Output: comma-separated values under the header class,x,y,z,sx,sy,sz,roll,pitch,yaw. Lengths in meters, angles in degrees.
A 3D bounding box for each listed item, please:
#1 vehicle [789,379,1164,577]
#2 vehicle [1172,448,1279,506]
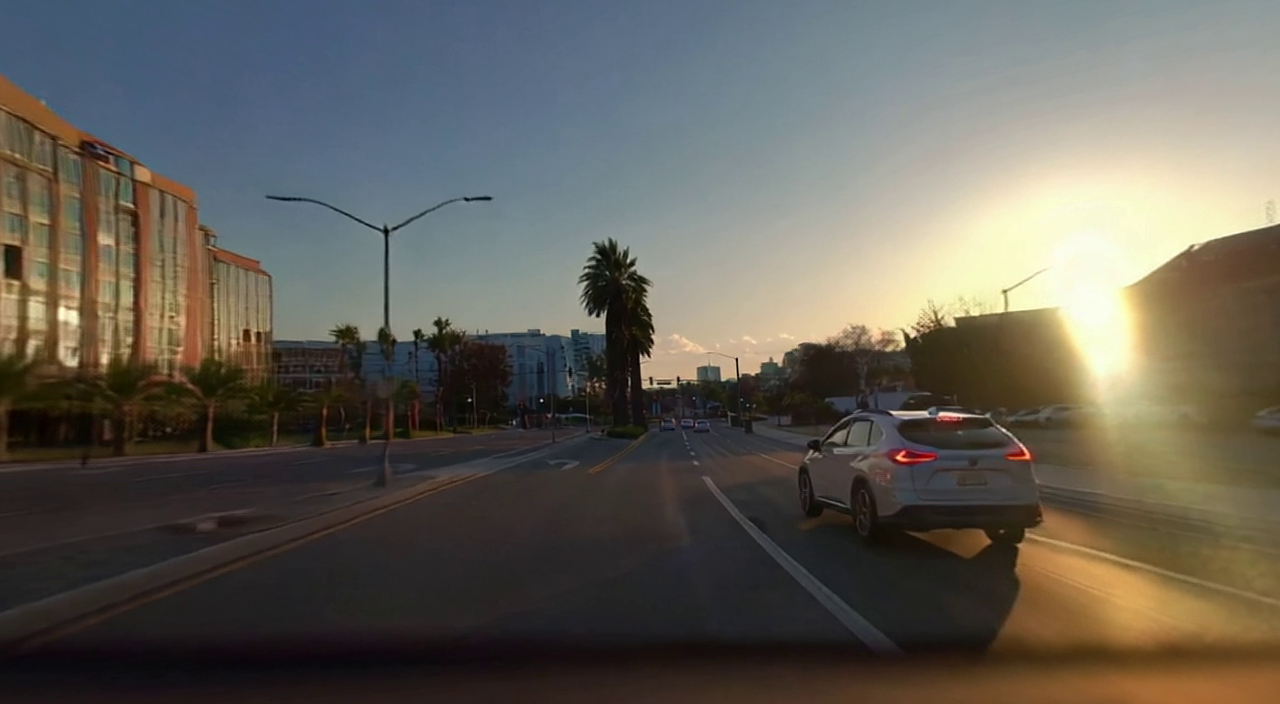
class,x,y,z,sx,sy,sz,roll,pitch,yaw
vehicle,3.642,1.498,8.195,2.219,1.795,4.718,0,-9,0
vehicle,17.086,3.285,16.838,1.869,1.438,4.366,0,-9,-2
